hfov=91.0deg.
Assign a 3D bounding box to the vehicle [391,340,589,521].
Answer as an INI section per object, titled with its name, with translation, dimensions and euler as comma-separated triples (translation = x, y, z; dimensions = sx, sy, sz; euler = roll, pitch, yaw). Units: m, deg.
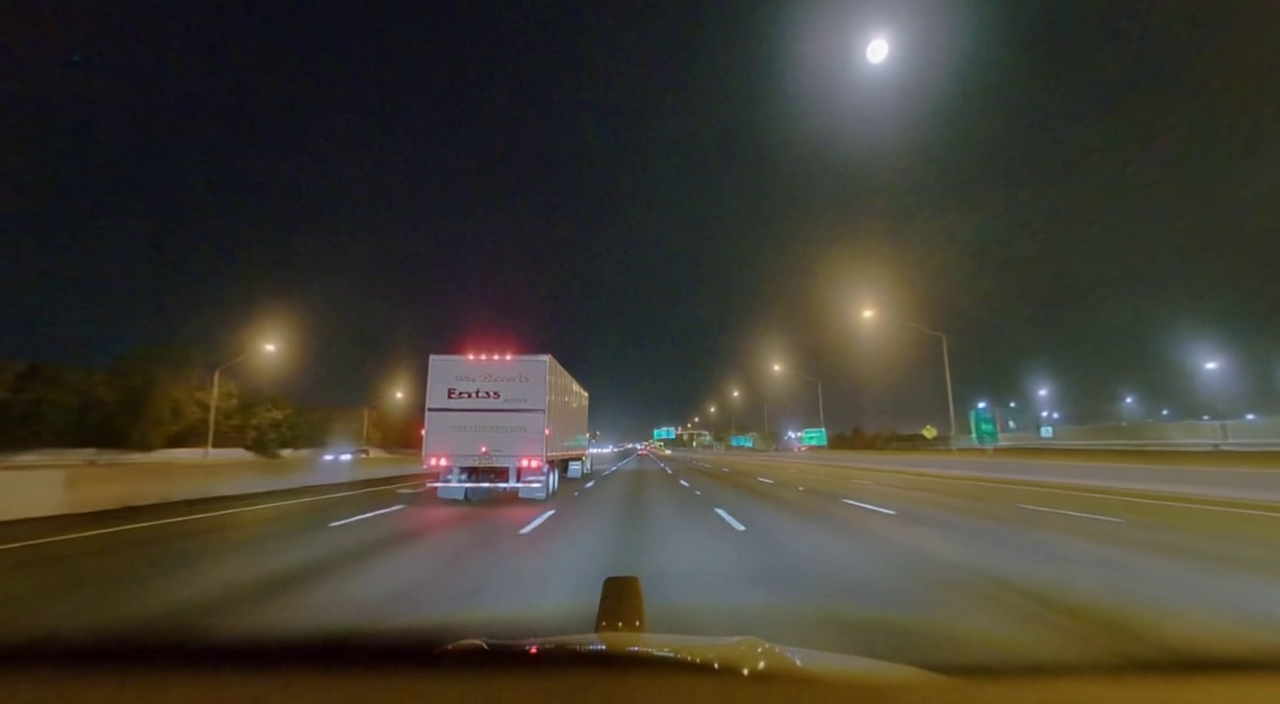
[vehicle]
translation = -3.179, 2.103, 16.222
dimensions = 2.922, 3.458, 8.360
euler = 0, -9, 1
